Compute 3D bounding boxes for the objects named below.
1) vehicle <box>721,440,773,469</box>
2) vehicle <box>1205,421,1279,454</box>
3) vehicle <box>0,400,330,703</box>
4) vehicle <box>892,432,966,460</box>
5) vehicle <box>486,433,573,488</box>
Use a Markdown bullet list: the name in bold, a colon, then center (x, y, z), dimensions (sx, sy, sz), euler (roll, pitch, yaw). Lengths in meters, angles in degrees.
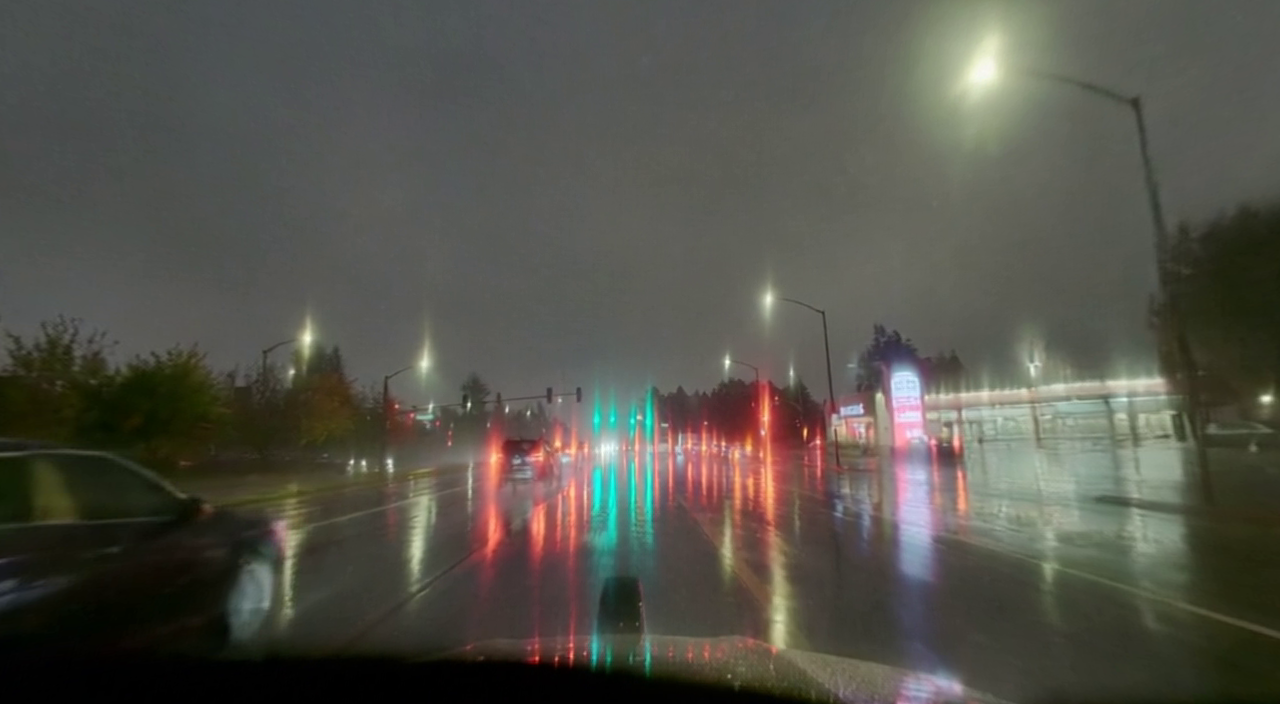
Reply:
- **vehicle**: center (5.755, 5.558, 34.504), dimensions (2.017, 1.453, 4.497), euler (-1, -8, -1)
- **vehicle**: center (30.707, 4.141, 30.803), dimensions (4.181, 1.491, 1.706), euler (-6, -10, 23)
- **vehicle**: center (-3.653, 1.020, 2.933), dimensions (2.097, 1.497, 4.571), euler (-1, -8, 0)
- **vehicle**: center (16.231, 5.333, 35.789), dimensions (1.819, 1.457, 4.680), euler (0, -8, -2)
- **vehicle**: center (-3.630, 3.667, 21.617), dimensions (2.143, 1.643, 4.336), euler (-1, -8, 1)
